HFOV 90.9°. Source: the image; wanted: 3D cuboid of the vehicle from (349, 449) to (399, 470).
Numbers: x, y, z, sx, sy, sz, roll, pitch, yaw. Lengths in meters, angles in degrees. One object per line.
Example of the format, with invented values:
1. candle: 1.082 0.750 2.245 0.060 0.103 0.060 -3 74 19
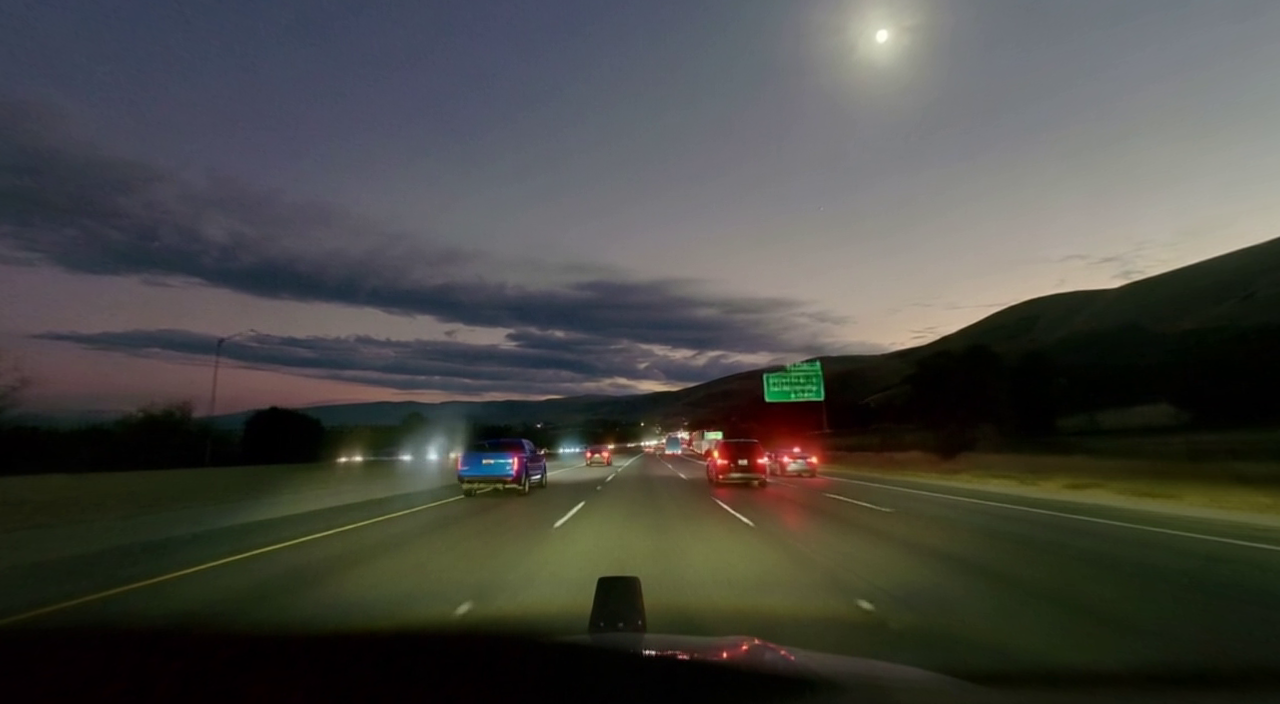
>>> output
1. vehicle: -21.029 8.489 49.998 1.873 1.490 4.725 0 -8 0

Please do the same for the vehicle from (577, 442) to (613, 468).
1. vehicle: -3.225 7.480 46.246 2.235 1.785 4.386 0 -8 1

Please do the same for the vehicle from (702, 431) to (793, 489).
1. vehicle: 3.938 4.089 24.346 2.424 1.952 5.611 0 -8 -1

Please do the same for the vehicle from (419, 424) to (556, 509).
1. vehicle: -3.697 2.881 16.475 2.227 1.853 5.161 0 -8 1

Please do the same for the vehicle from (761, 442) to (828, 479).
1. vehicle: 7.659 5.388 31.759 2.104 1.724 4.701 0 -8 -1
